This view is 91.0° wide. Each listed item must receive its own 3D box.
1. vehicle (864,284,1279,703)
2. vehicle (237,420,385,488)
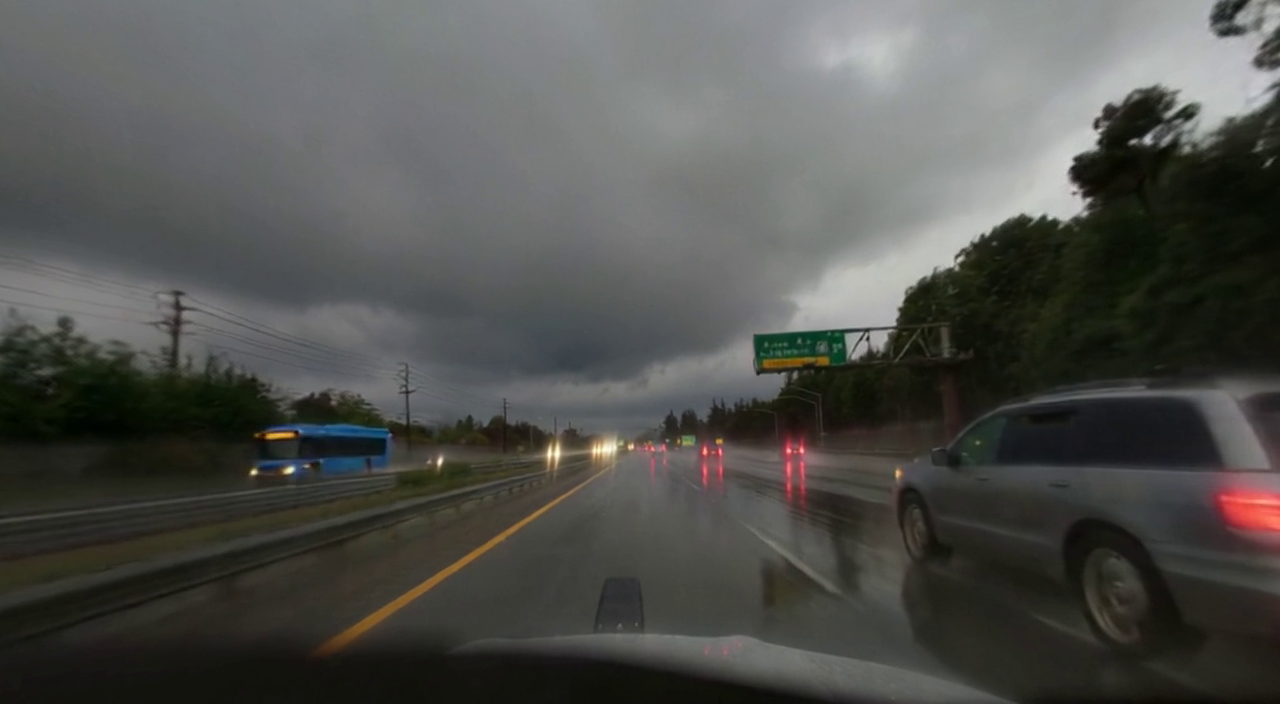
[{"bbox_3d":[3.372,0.923,3.779,2.207,1.850,4.875,0,-9,0],"label":"vehicle"},{"bbox_3d":[-22.368,7.100,44.381,3.045,3.860,13.939,-2,-9,0],"label":"vehicle"}]
